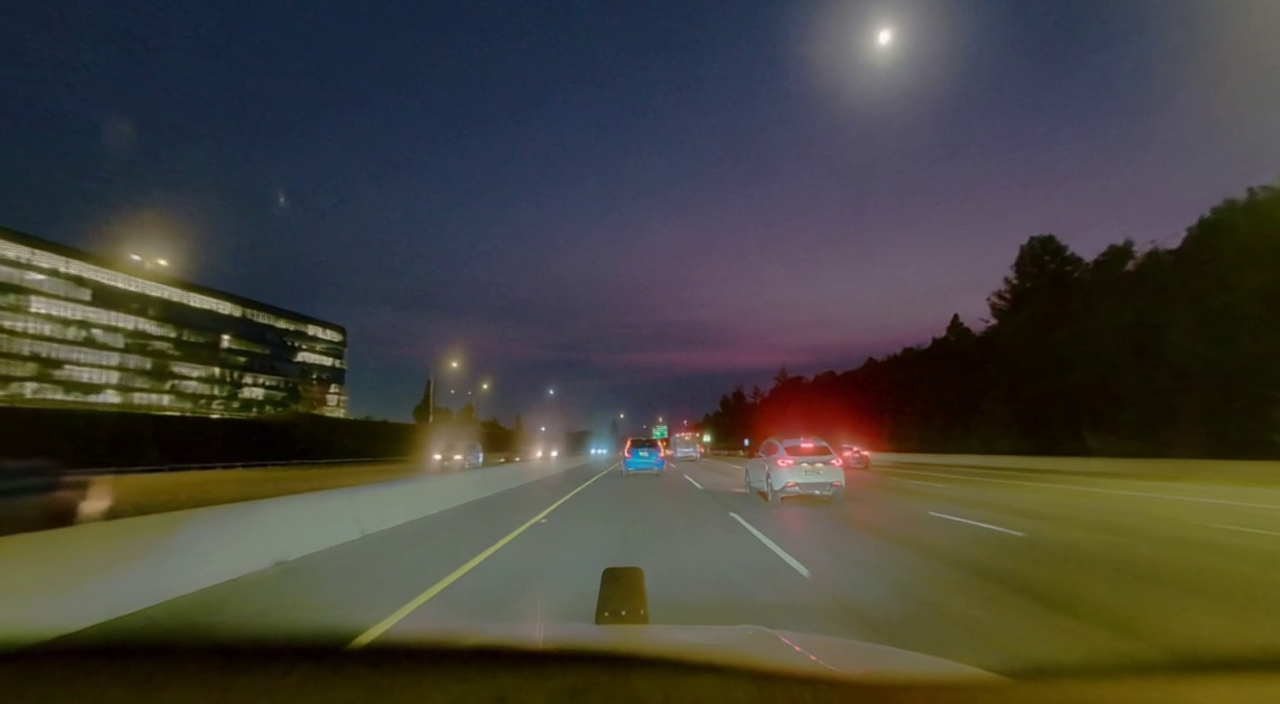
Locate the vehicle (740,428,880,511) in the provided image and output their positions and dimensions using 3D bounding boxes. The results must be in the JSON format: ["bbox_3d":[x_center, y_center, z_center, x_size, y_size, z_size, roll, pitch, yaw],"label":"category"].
[{"bbox_3d":[3.618,2.577,14.294,2.042,1.592,4.047,0,-8,0],"label":"vehicle"}]

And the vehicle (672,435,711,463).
[{"bbox_3d":[3.755,7.184,46.834,2.328,1.987,5.440,0,-8,-1],"label":"vehicle"}]

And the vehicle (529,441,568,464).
[{"bbox_3d":[-6.890,7.635,47.955,2.201,1.622,4.716,0,-8,1],"label":"vehicle"}]

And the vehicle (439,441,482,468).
[{"bbox_3d":[-14.076,8.081,49.798,2.097,1.967,4.612,-1,-8,0],"label":"vehicle"}]

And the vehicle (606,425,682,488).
[{"bbox_3d":[0.139,3.483,21.319,2.290,1.862,4.454,0,-8,0],"label":"vehicle"}]
